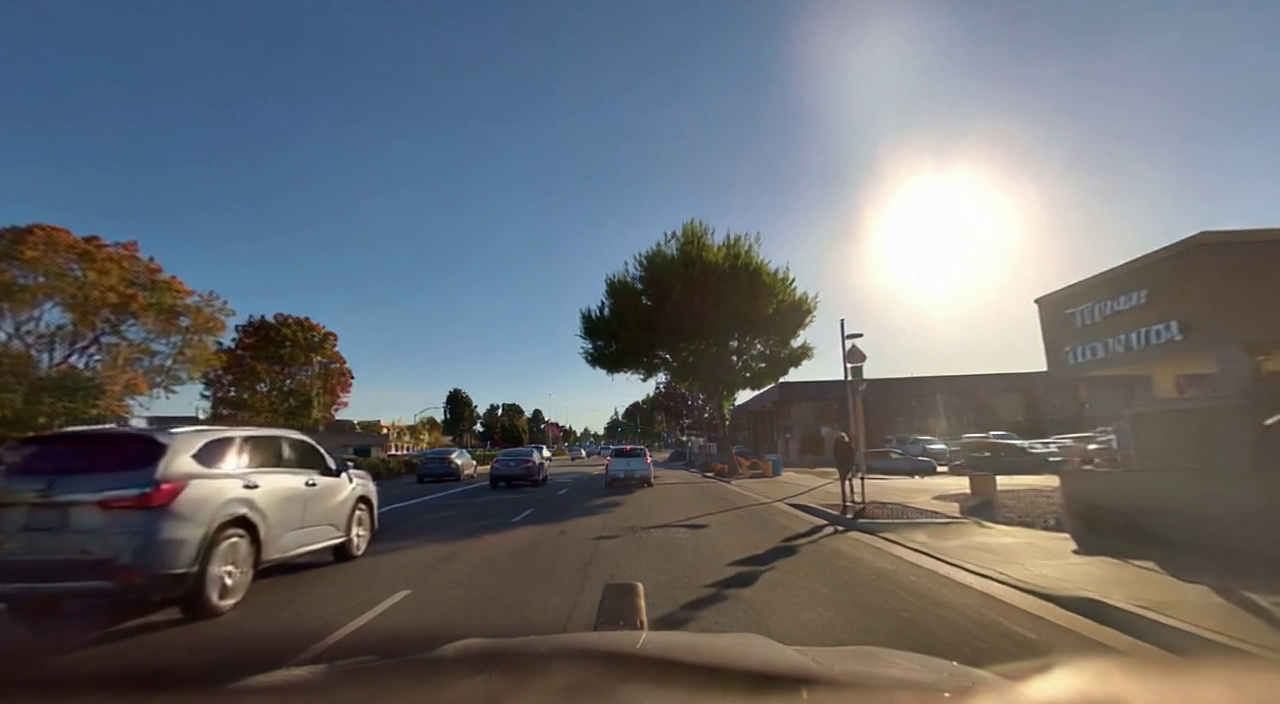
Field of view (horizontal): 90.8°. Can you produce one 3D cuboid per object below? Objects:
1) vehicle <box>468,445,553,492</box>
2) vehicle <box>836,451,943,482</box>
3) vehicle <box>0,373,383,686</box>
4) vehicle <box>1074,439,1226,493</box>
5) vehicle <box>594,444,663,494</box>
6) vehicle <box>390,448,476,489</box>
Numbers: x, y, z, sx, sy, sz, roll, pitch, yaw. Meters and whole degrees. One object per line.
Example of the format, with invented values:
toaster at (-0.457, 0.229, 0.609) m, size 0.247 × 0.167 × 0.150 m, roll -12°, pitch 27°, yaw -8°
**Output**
vehicle at (-4.438, 4.055, 22.436) m, size 1.973 × 1.456 × 4.850 m, roll 0°, pitch -9°, yaw 0°
vehicle at (13.416, 6.165, 34.271) m, size 4.877 × 1.603 × 2.197 m, roll 0°, pitch -9°, yaw 2°
vehicle at (-4.411, 1.350, 5.938) m, size 2.096 × 1.807 × 4.413 m, roll 0°, pitch -9°, yaw 0°
vehicle at (16.009, 3.524, 19.812) m, size 4.619 × 1.523 × 1.873 m, roll 4°, pitch -10°, yaw -27°
vehicle at (-0.409, 3.773, 20.811) m, size 2.061 × 1.469 × 3.954 m, roll 0°, pitch -9°, yaw -2°
vehicle at (-8.087, 4.557, 25.091) m, size 2.009 × 1.470 × 4.179 m, roll 0°, pitch -9°, yaw -1°
